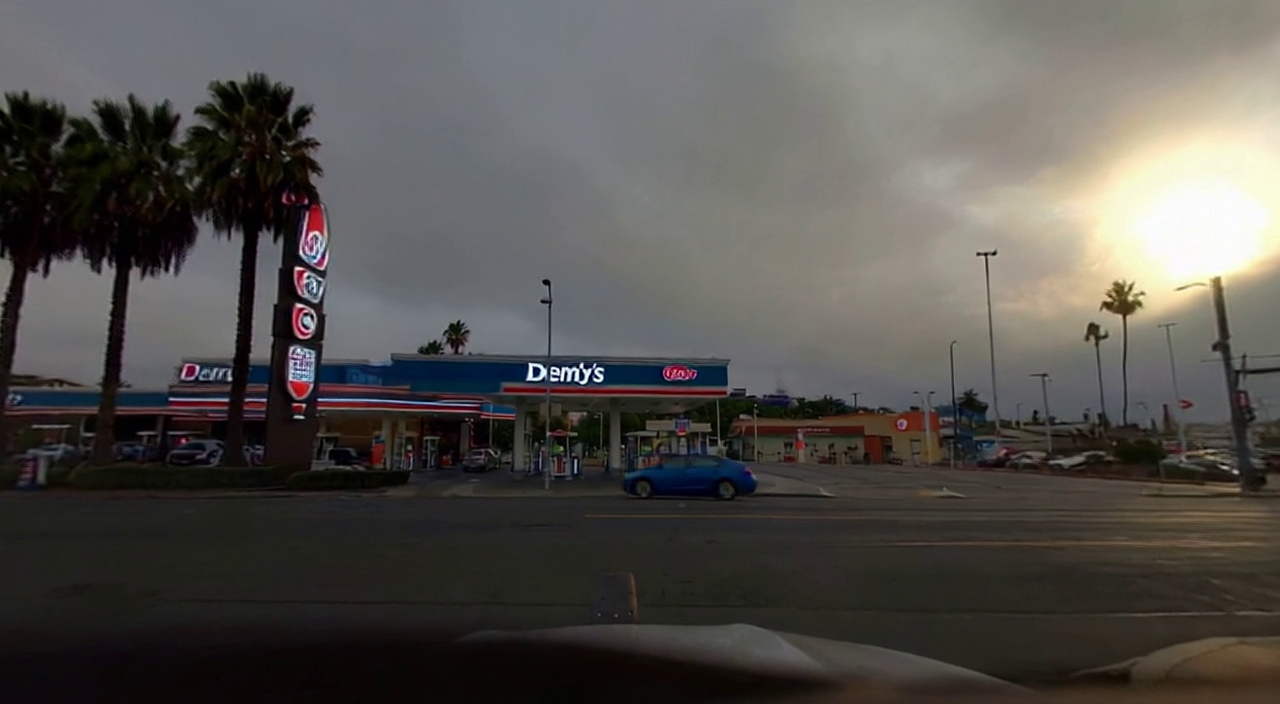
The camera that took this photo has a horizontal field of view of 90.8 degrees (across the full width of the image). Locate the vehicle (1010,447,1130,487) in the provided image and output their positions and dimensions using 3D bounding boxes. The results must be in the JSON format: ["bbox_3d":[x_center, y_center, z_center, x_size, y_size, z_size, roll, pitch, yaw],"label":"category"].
[{"bbox_3d":[22.784,6.070,33.578,4.880,1.754,2.202,0,-5,-5],"label":"vehicle"}]

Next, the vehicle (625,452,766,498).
[{"bbox_3d":[1.799,4.192,21.698,4.570,1.480,1.873,1,-8,-3],"label":"vehicle"}]

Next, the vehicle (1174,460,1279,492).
[{"bbox_3d":[32.669,6.811,34.977,2.074,1.480,4.369,1,-8,-5],"label":"vehicle"}]
